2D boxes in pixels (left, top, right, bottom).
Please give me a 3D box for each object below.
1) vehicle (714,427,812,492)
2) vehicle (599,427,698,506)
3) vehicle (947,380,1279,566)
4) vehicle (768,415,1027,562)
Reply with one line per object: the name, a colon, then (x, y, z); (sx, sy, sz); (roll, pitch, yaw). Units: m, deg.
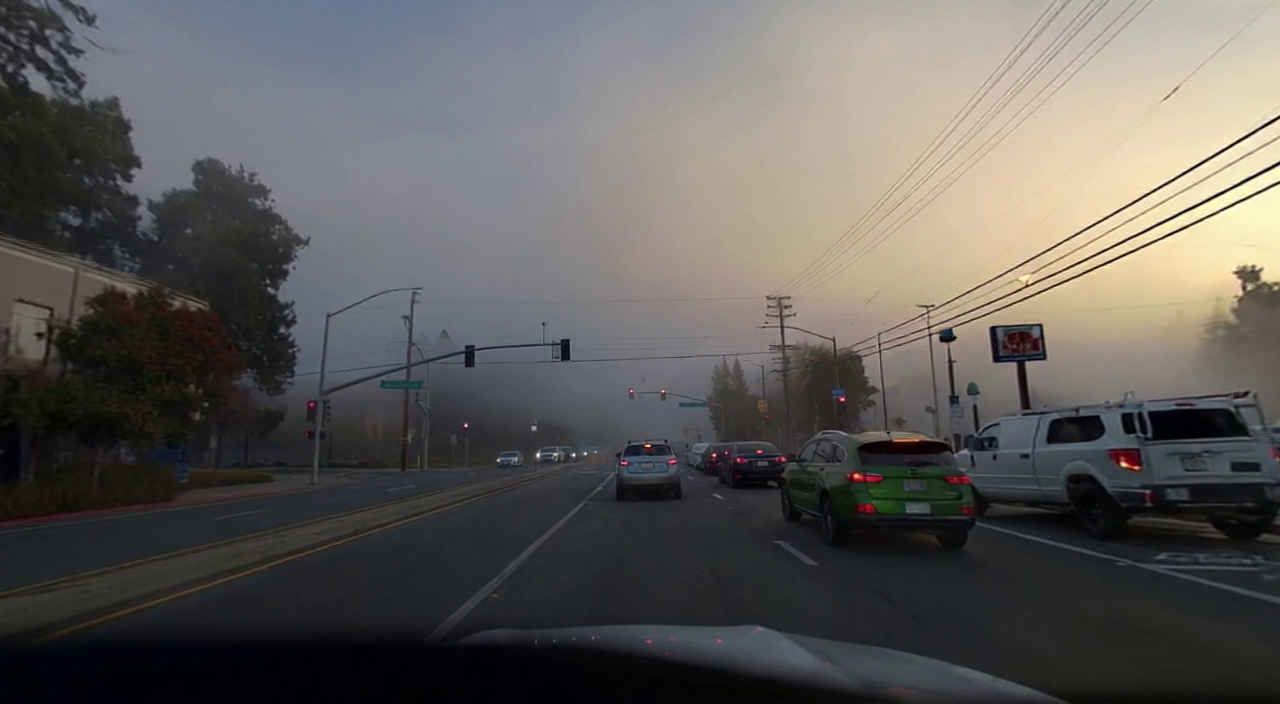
vehicle: (3.697, 3.344, 20.021); (2.060, 1.789, 4.712); (0, -9, -1)
vehicle: (0.182, 2.777, 15.692); (2.149, 1.668, 3.962); (0, -9, 0)
vehicle: (6.673, 1.618, 9.071); (2.080, 1.958, 4.653); (0, -9, -1)
vehicle: (3.298, 1.837, 9.212); (1.998, 1.620, 4.267); (0, -9, 1)
